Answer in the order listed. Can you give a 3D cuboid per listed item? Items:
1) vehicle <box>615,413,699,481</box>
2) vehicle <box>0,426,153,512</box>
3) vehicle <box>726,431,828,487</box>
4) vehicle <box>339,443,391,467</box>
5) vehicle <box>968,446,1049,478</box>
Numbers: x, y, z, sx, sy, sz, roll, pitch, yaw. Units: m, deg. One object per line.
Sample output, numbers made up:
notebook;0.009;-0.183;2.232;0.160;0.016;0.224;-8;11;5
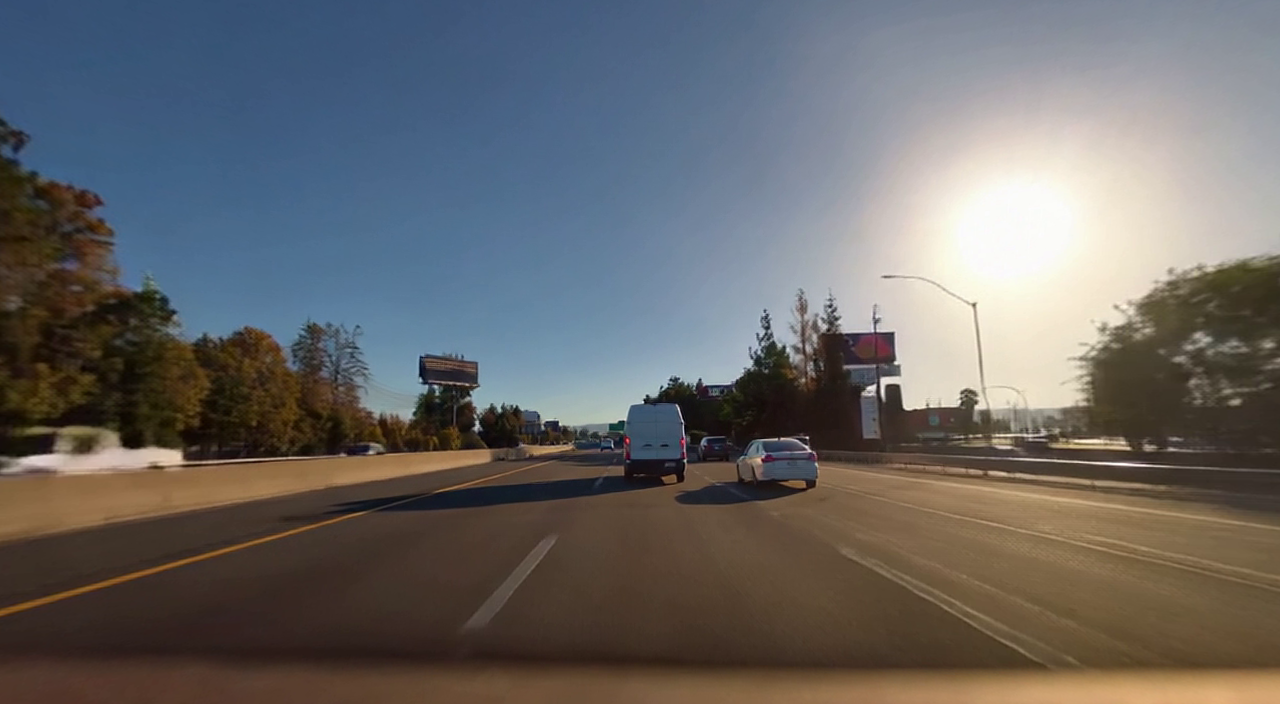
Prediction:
vehicle;0.416;3.361;22.257;2.546;2.087;5.404;0;-8;-3
vehicle;-13.098;2.389;13.068;2.055;1.604;4.852;0;-8;-1
vehicle;3.976;3.176;18.941;2.099;1.510;3.784;0;-8;-2
vehicle;-20.626;7.704;47.264;1.971;1.673;4.180;-1;-8;0
vehicle;17.579;5.249;30.163;1.670;1.402;3.595;0;-8;-1
